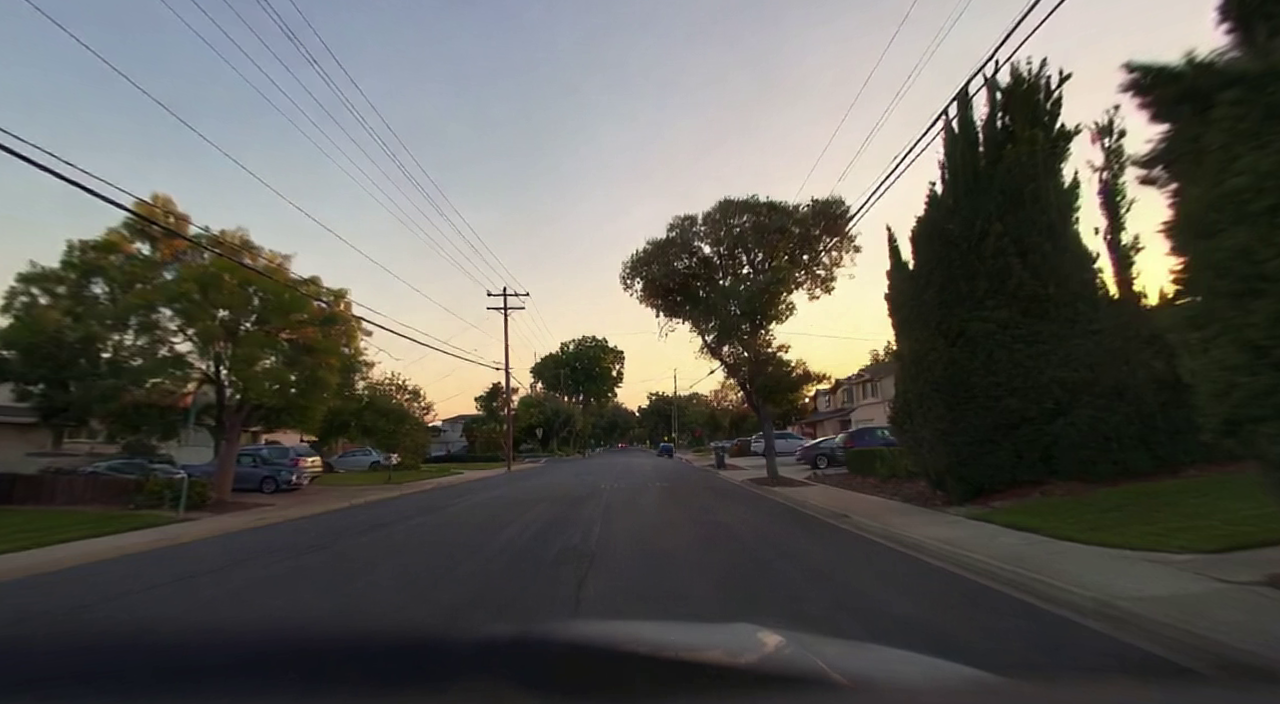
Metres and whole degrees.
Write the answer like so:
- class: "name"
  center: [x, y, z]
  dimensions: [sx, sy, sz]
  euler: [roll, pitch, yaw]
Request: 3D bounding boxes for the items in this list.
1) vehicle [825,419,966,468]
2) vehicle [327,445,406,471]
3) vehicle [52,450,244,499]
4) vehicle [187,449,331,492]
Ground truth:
- class: "vehicle"
  center: [9.697, 3.511, 24.320]
  dimensions: [4.465, 1.727, 2.127]
  euler: [-1, -7, 1]
- class: "vehicle"
  center: [-18.082, 7.021, 41.887]
  dimensions: [4.304, 1.643, 1.969]
  euler: [0, -8, 1]
- class: "vehicle"
  center: [-15.606, 3.887, 20.224]
  dimensions: [4.543, 1.476, 1.927]
  euler: [0, -8, 1]
- class: "vehicle"
  center: [-13.425, 4.189, 22.479]
  dimensions: [3.877, 1.411, 1.869]
  euler: [0, -8, -1]
